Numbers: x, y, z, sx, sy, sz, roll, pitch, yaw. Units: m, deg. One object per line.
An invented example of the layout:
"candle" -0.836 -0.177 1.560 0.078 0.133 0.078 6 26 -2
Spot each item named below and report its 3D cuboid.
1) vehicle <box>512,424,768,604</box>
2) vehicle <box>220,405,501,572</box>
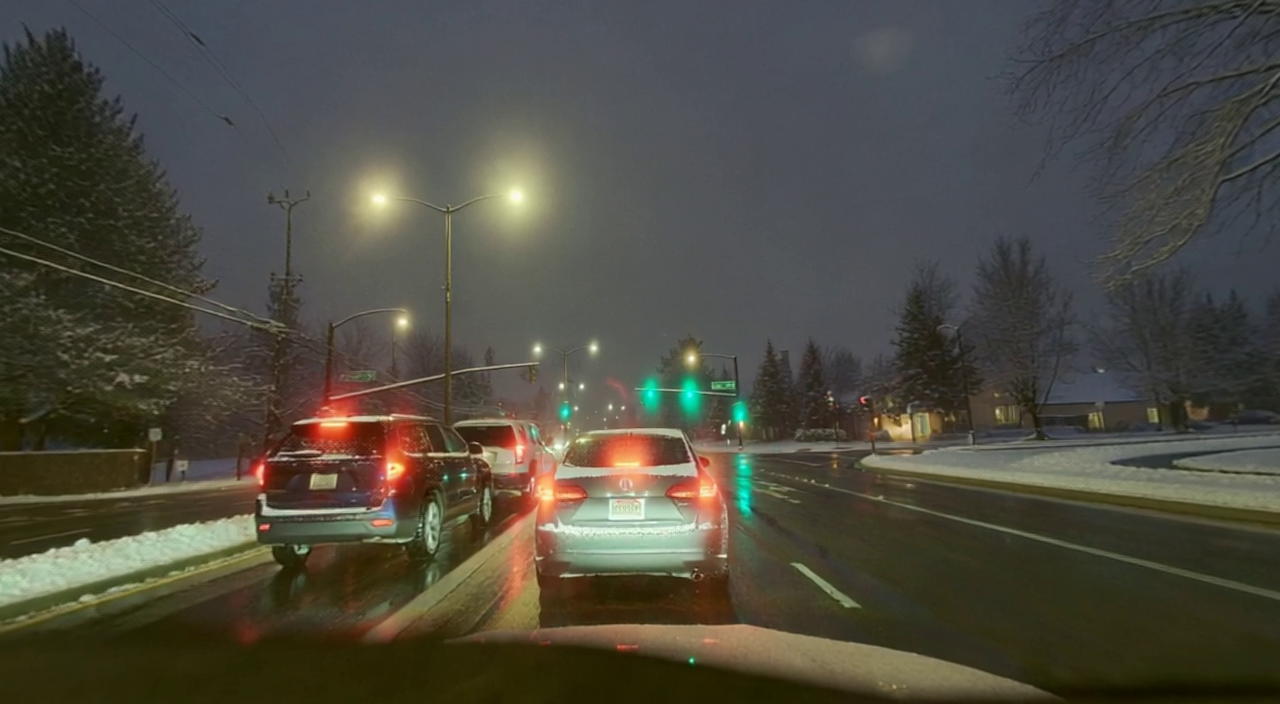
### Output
"vehicle" -0.053 1.644 7.311 2.126 1.475 3.967 0 -8 -2
"vehicle" -3.425 1.754 8.855 2.046 1.751 4.208 0 -8 -1
